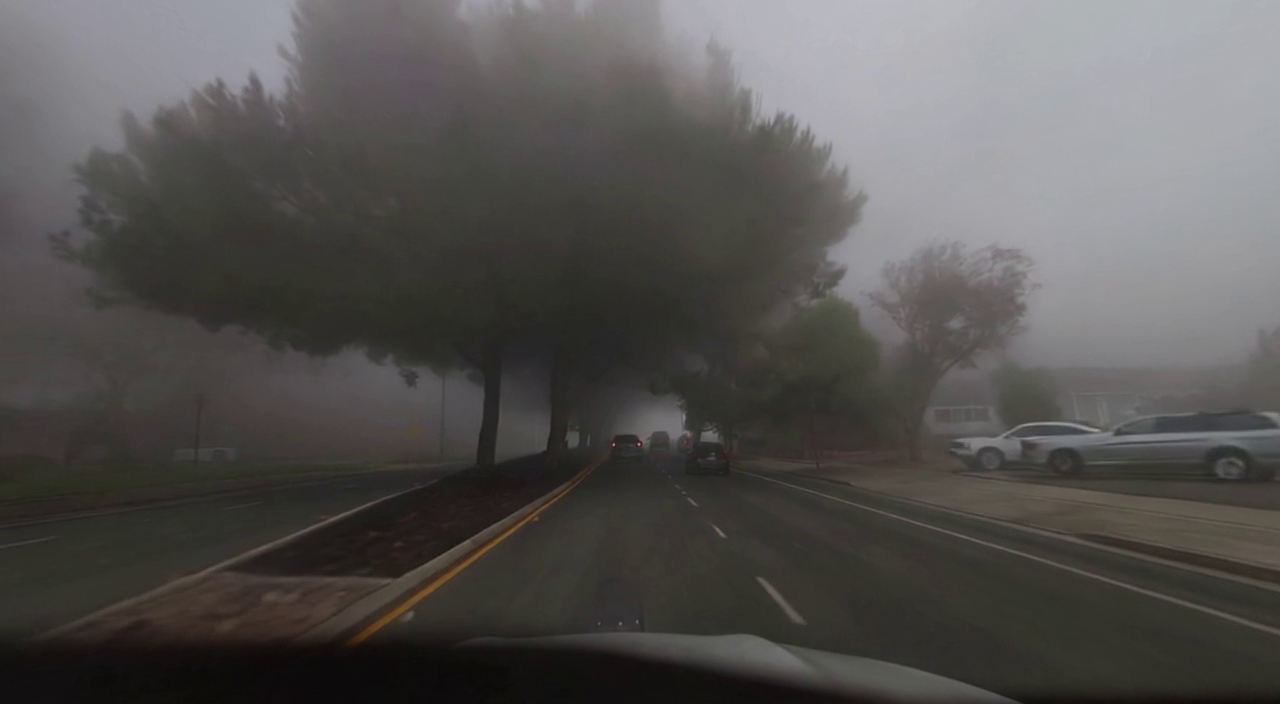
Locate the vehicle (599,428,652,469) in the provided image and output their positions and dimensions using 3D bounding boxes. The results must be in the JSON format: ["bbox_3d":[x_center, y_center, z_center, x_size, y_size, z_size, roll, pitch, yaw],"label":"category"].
[{"bbox_3d":[-0.722,4.874,32.138,2.488,1.881,4.814,0,-8,-1],"label":"vehicle"}]

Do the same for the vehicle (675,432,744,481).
[{"bbox_3d":[2.467,3.832,23.458,2.003,1.614,4.072,0,-8,-1],"label":"vehicle"}]

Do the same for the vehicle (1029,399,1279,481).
[{"bbox_3d":[11.300,1.908,13.610,4.557,1.509,1.971,-8,-11,43],"label":"vehicle"}]
